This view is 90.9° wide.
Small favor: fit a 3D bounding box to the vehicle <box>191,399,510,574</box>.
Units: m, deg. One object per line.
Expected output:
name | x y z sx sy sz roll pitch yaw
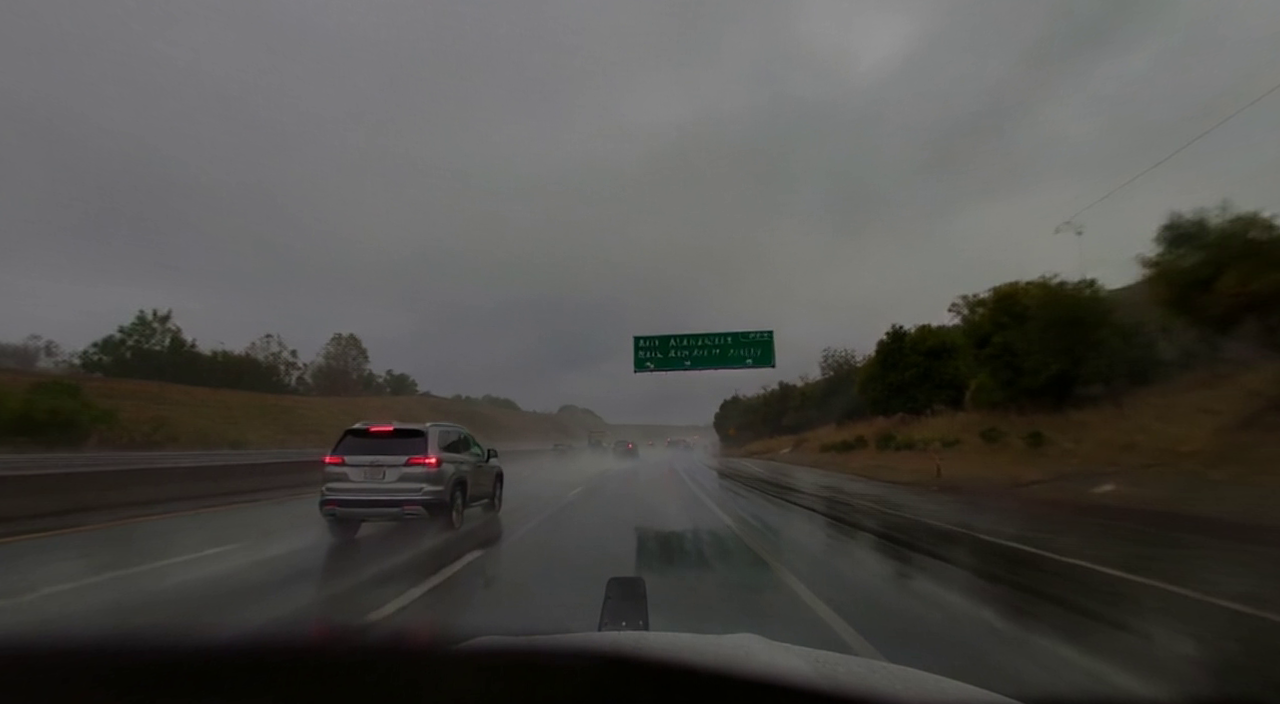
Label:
vehicle | -3.590 1.795 9.181 2.218 1.848 4.789 0 -9 2
